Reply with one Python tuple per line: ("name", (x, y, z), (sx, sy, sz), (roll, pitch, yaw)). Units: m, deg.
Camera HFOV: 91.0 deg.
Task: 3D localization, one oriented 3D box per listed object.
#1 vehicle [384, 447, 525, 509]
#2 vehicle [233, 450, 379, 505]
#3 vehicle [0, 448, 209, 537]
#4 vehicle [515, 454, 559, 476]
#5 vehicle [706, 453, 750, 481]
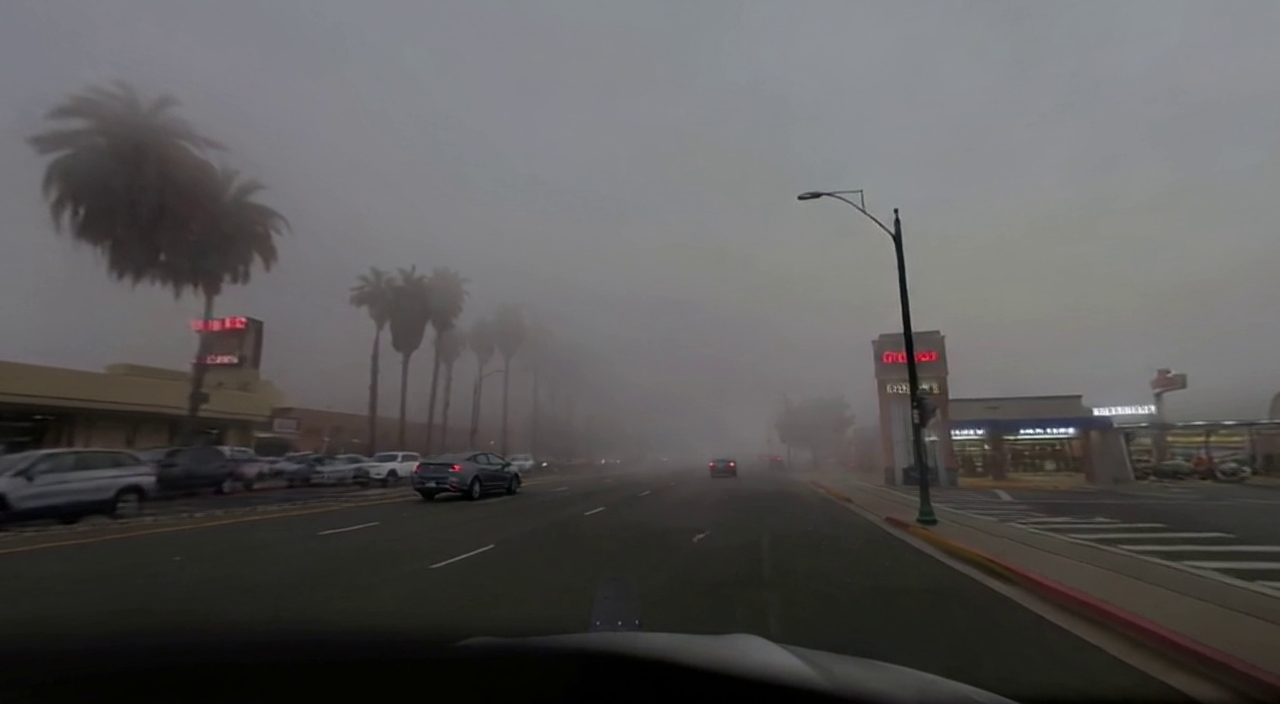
("vehicle", (-5.148, 3.533, 18.275), (2.090, 1.520, 4.452), (-1, -9, 10))
("vehicle", (-10.231, 3.833, 19.694), (1.776, 1.448, 4.137), (-1, -9, 10))
("vehicle", (-11.405, 2.680, 12.648), (1.837, 1.468, 4.389), (-1, -9, 11))
("vehicle", (-7.996, 8.811, 49.316), (1.874, 1.488, 4.612), (-1, -9, 11))
("vehicle", (5.194, 6.619, 36.528), (2.139, 1.461, 4.918), (-2, -9, 12))
